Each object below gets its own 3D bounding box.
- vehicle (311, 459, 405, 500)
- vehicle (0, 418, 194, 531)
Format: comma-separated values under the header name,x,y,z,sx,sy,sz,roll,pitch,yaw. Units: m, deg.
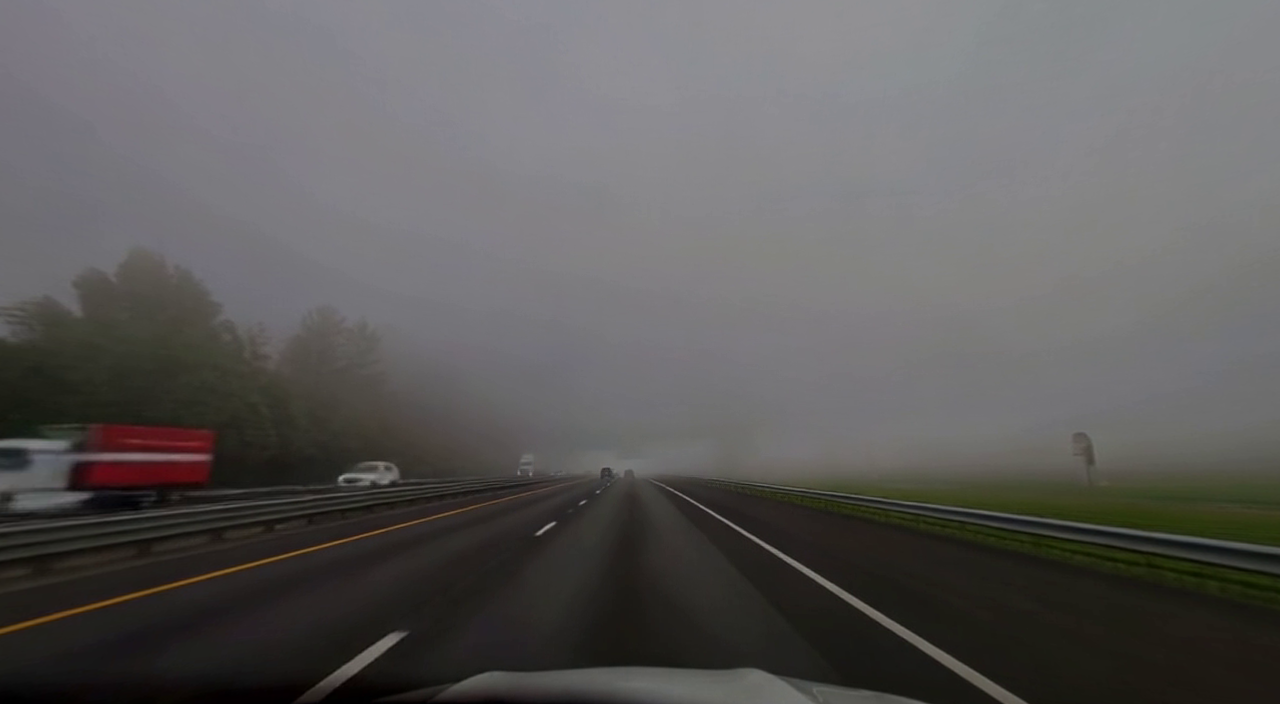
name,x,y,z,sx,sy,sz,roll,pitch,yaw
vehicle,-12.028,5.472,27.249,1.928,1.546,4.475,1,-10,0
vehicle,-16.478,3.474,18.204,2.614,2.682,5.913,1,-10,1
